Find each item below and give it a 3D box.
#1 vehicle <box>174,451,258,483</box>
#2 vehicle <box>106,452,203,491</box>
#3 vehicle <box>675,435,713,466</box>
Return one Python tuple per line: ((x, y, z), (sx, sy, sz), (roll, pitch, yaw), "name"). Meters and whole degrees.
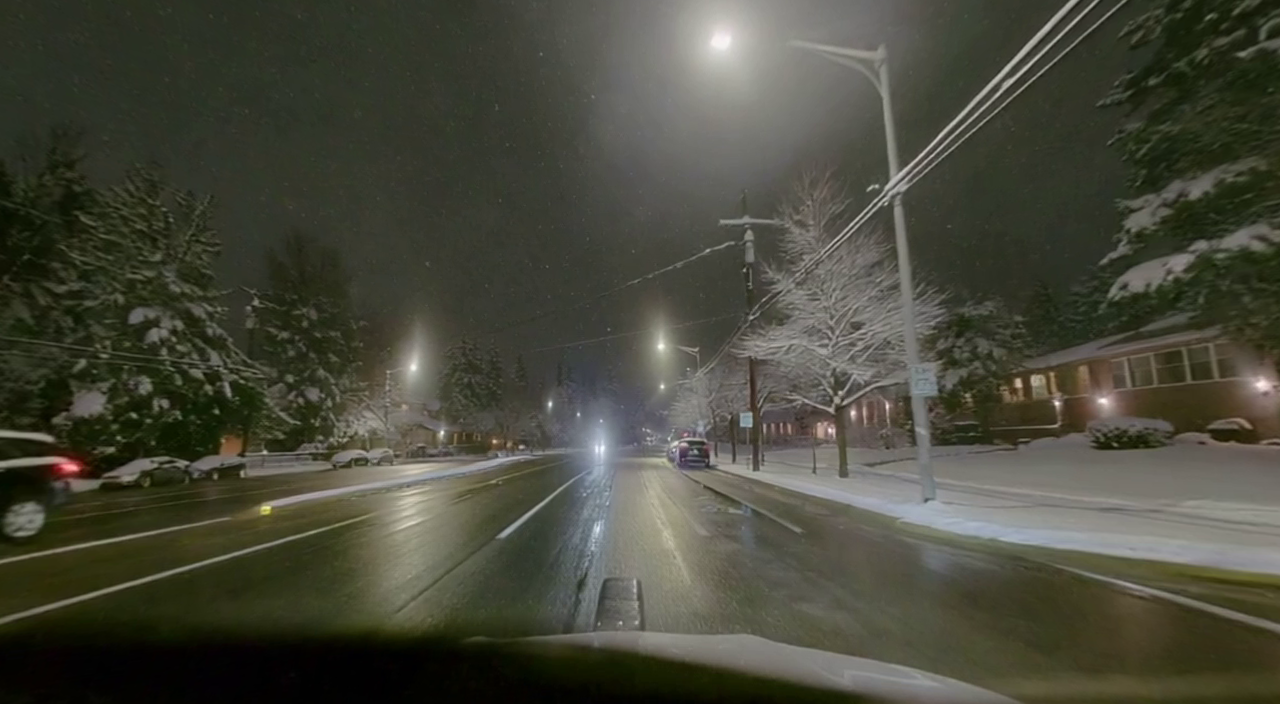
((-24.997, 6.754, 37.478), (1.999, 1.720, 4.253), (0, -9, 0), "vehicle")
((-24.820, 6.102, 32.508), (1.864, 1.575, 4.149), (-3, -7, -3), "vehicle")
((3.131, 5.834, 37.441), (2.013, 1.710, 4.403), (0, -9, 2), "vehicle")
